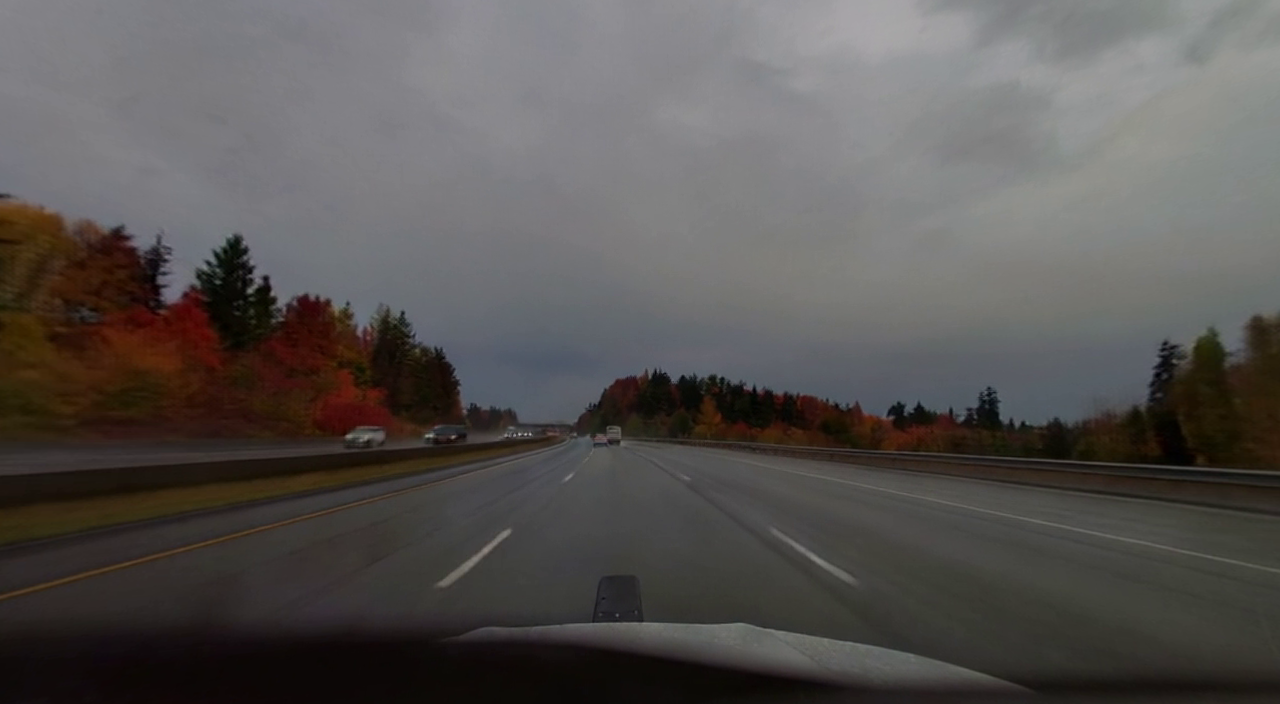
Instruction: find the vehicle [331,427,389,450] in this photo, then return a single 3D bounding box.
[{"bbox_3d":[-19.010,5.886,42.867,1.910,1.505,4.760,0,-8,-2],"label":"vehicle"}]
